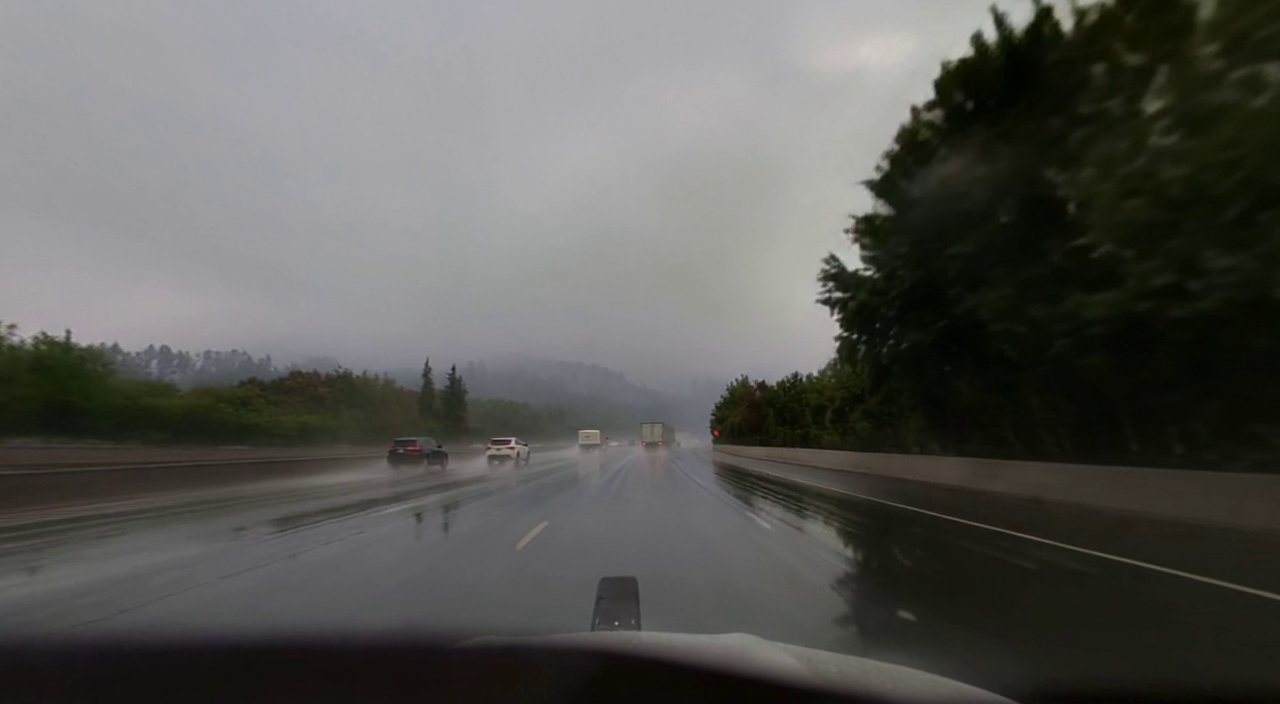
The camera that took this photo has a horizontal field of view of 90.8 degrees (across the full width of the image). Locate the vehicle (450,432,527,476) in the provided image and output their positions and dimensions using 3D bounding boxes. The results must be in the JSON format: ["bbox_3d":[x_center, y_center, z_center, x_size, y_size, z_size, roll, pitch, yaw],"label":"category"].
[{"bbox_3d":[-6.909,4.728,29.430,2.206,1.838,4.889,0,-8,2],"label":"vehicle"}]

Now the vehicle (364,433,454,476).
[{"bbox_3d":[-10.625,4.765,29.578,2.080,1.777,5.450,0,-8,0],"label":"vehicle"}]

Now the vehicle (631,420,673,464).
[{"bbox_3d":[0.821,6.359,44.607,2.768,2.854,6.757,0,-8,1],"label":"vehicle"}]

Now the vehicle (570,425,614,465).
[{"bbox_3d":[-3.155,6.312,42.749,2.328,2.519,5.238,0,-8,3],"label":"vehicle"}]
